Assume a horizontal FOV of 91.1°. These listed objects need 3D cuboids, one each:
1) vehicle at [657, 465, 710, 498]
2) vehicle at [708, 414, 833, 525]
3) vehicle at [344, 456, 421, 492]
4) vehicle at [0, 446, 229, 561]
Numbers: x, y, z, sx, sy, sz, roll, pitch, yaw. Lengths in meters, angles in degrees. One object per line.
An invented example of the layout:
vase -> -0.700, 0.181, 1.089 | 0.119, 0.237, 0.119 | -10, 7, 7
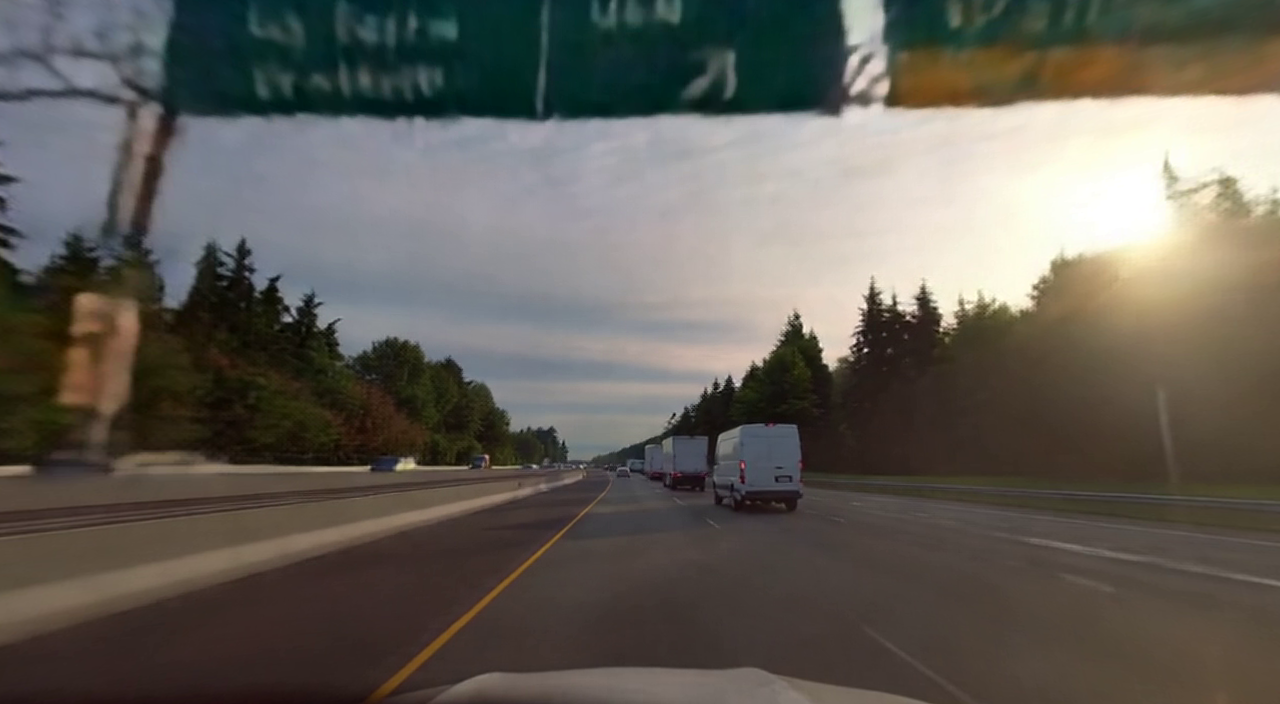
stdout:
vehicle -> 2.076, 6.427, 31.386 | 2.081, 1.453, 4.300 | 1, -10, -3
vehicle -> 3.454, 3.341, 17.969 | 2.291, 2.639, 5.280 | 1, -10, -2
vehicle -> -13.619, 6.495, 33.579 | 2.017, 1.710, 4.881 | 1, -10, 0
vehicle -> -9.426, 2.399, 10.504 | 1.912, 1.497, 4.625 | 1, -10, 0
